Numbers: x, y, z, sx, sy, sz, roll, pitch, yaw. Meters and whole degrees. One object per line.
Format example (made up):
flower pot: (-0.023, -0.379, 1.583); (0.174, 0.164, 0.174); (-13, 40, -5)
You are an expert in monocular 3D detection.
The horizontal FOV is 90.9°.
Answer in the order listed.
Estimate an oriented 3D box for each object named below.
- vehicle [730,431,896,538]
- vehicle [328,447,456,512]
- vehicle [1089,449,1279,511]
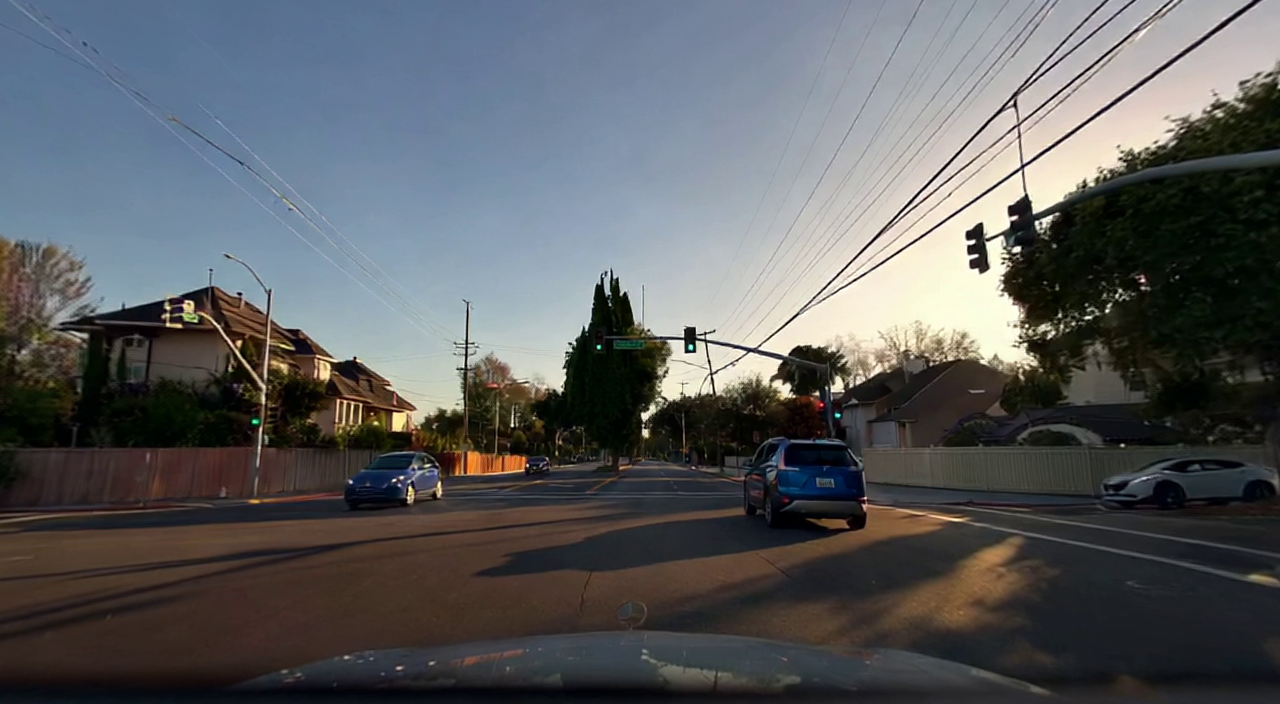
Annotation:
vehicle: (3.376, 2.688, 13.484); (2.144, 1.843, 4.827); (0, -9, 0)
vehicle: (-7.148, 3.675, 18.710); (1.981, 1.689, 4.233); (0, -9, 1)
vehicle: (16.143, 3.646, 18.219); (4.596, 1.637, 2.172); (0, -9, 0)
